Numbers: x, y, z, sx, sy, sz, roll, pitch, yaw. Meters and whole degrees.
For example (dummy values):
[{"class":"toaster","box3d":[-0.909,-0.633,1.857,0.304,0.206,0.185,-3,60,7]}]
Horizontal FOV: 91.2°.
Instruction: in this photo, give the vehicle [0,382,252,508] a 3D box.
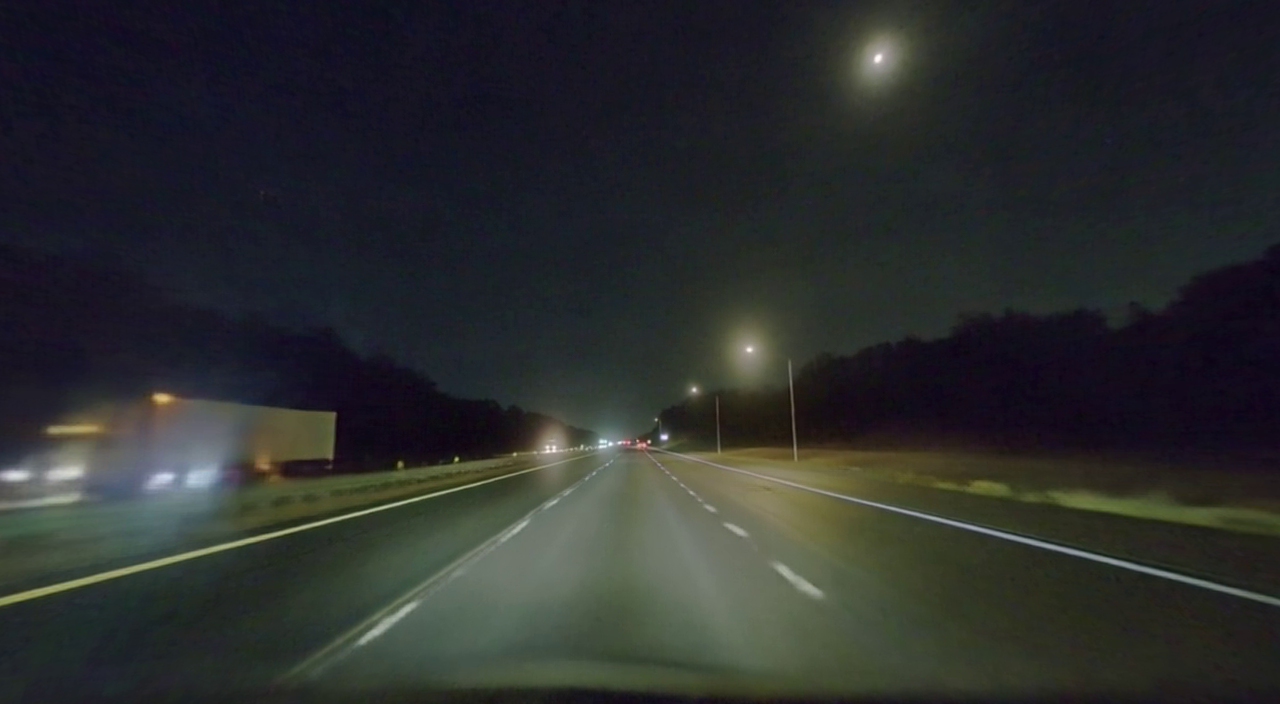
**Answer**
[{"class":"vehicle","box3d":[-20.638,3.785,25.508,3.031,4.052,10.346,0,-9,-1]}]

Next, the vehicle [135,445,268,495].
[{"class":"vehicle","box3d":[-16.548,4.442,23.950,1.918,1.709,4.258,-1,-9,1]}]
